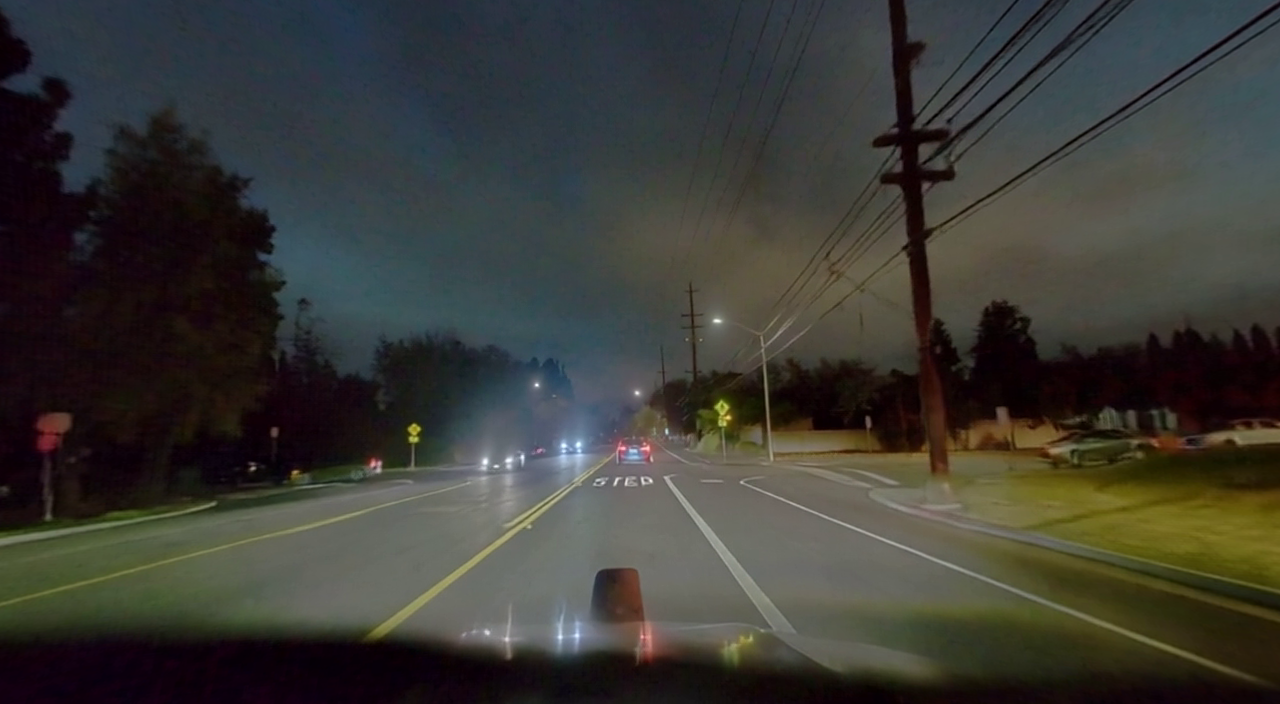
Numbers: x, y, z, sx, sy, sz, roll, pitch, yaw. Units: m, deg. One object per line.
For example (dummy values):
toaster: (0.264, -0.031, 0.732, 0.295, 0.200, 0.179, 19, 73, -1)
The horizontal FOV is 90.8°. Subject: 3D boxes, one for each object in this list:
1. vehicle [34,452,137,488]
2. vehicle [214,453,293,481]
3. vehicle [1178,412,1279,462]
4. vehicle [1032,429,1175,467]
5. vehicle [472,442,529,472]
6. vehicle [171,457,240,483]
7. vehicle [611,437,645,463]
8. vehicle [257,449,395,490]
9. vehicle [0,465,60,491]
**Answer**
vehicle: (-36.527, 7.753, 41.804, 2.162, 2.070, 5.031, -2, -8, 1)
vehicle: (-25.287, 7.505, 41.573, 1.932, 1.627, 4.948, 0, -9, 1)
vehicle: (25.411, 3.485, 25.903, 4.597, 1.961, 2.087, 0, -9, 2)
vehicle: (18.735, 3.894, 25.686, 4.292, 1.489, 1.895, 0, -9, -1)
vehicle: (-7.306, 5.522, 33.522, 2.034, 1.464, 4.438, 0, -9, 0)
vehicle: (-28.180, 7.623, 41.123, 1.806, 1.503, 3.853, 0, -9, -2)
vehicle: (-0.673, 5.731, 37.113, 1.877, 1.448, 3.830, 0, -9, 0)
vehicle: (-14.137, 5.292, 28.698, 5.190, 1.502, 2.085, -3, -8, -1)
vehicle: (-39.963, 8.032, 40.523, 1.728, 1.456, 3.782, -1, -9, 3)
